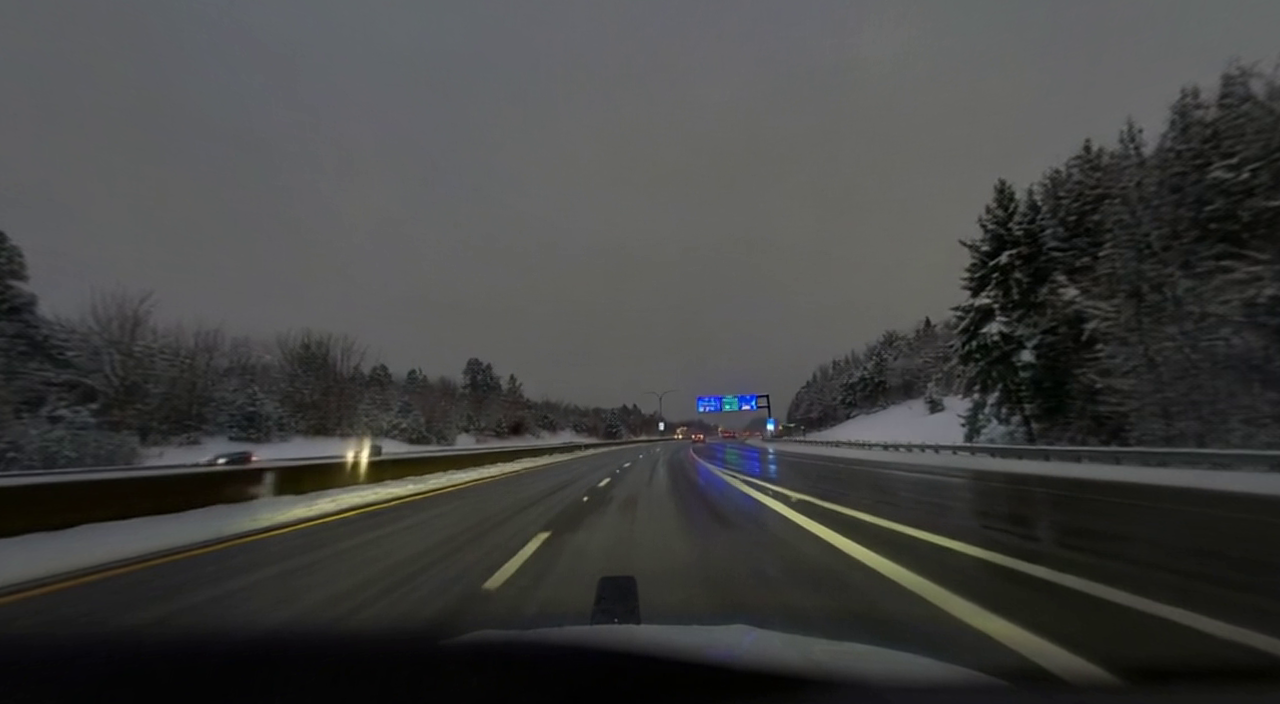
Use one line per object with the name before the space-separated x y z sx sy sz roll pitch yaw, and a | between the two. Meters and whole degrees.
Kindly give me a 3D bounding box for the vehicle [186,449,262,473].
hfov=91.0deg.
vehicle | -28.100 7.349 42.688 1.883 1.421 4.460 -1 -8 5
